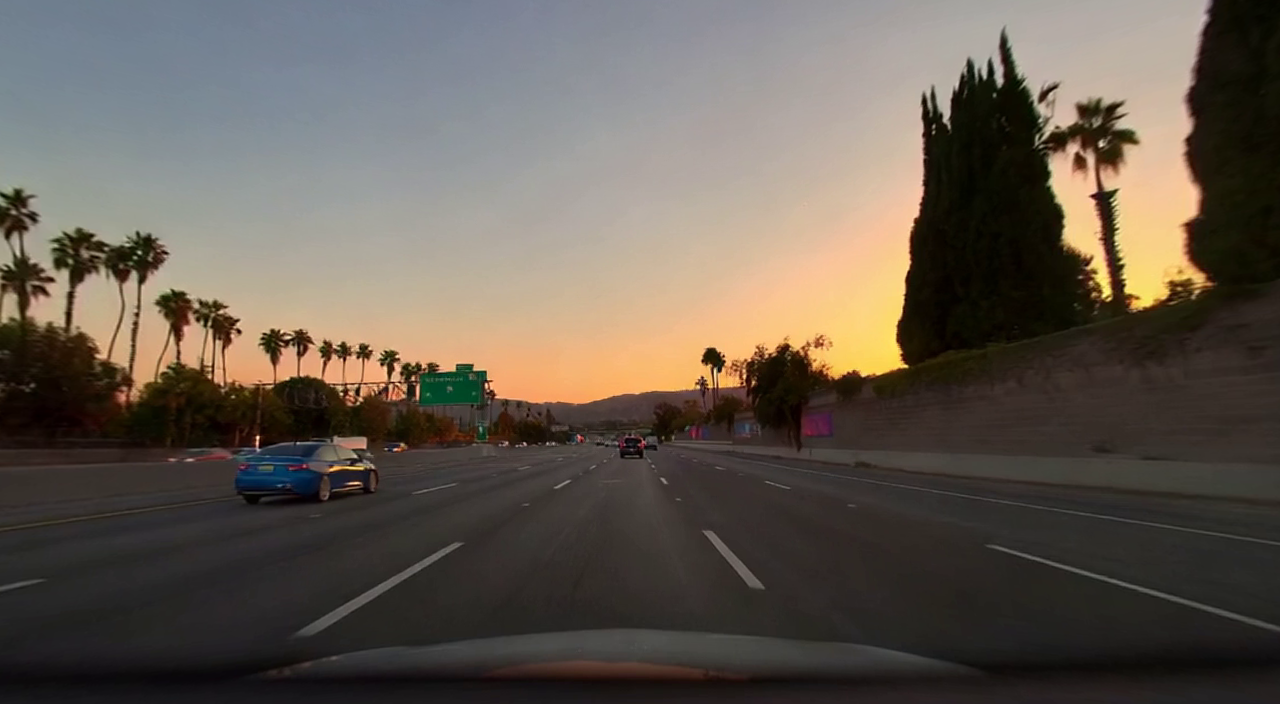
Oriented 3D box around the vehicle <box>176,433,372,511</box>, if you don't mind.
[{"bbox_3d":[-8.283,2.742,14.918,1.971,1.552,4.465,0,-9,0],"label":"vehicle"}]
